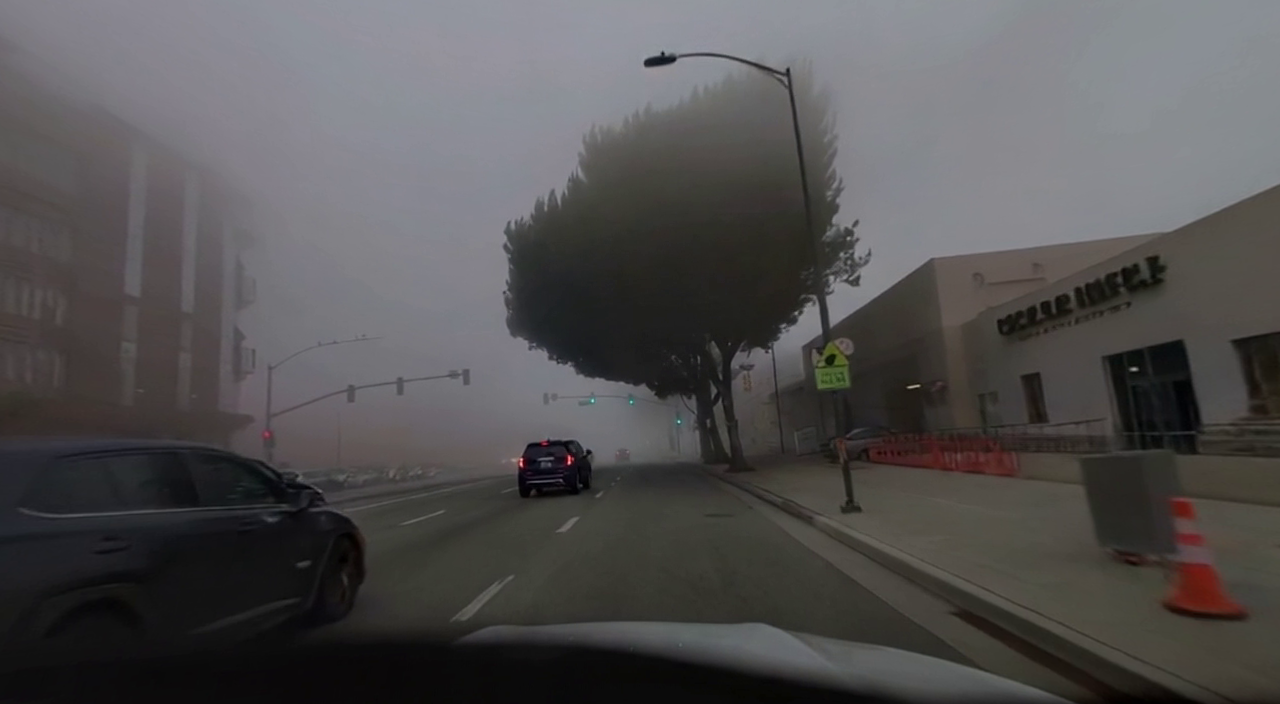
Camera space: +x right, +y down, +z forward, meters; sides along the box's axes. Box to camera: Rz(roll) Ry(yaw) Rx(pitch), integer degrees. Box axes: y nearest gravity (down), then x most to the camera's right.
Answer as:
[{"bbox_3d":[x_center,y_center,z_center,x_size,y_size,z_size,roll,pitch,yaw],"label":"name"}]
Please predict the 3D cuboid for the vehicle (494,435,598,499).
[{"bbox_3d":[-2.761,3.543,19.864,2.277,1.743,4.893,-1,-9,3],"label":"vehicle"}]

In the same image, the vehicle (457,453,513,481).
[{"bbox_3d":[-8.917,6.662,36.612,1.843,1.483,4.254,-3,-10,5],"label":"vehicle"}]

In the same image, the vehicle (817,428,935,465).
[{"bbox_3d":[10.304,4.189,27.802,4.361,1.550,2.087,0,-10,3],"label":"vehicle"}]

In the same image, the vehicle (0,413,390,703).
[{"bbox_3d":[-3.276,1.106,3.152,2.037,1.484,4.603,0,-9,2],"label":"vehicle"}]
